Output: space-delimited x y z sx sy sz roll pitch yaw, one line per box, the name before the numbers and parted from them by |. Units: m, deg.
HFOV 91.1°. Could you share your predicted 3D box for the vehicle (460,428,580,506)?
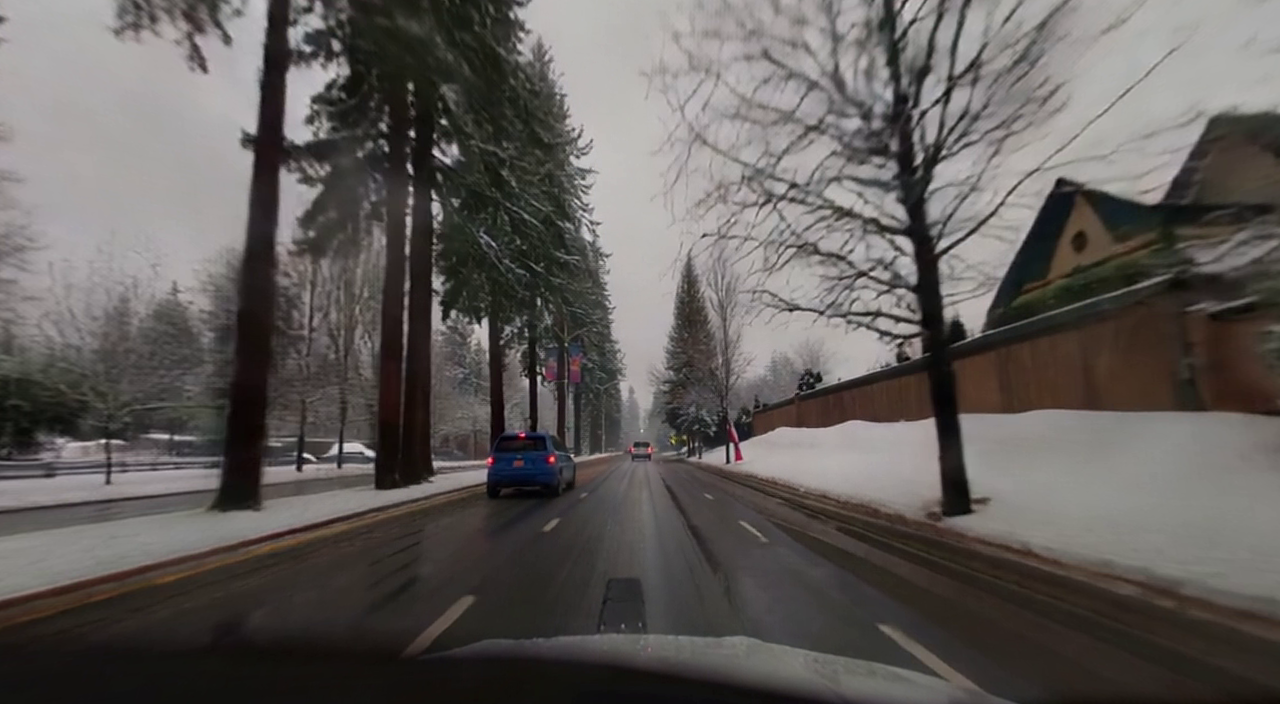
vehicle | -3.093 3.097 17.414 2.281 1.837 4.845 0 -9 1
